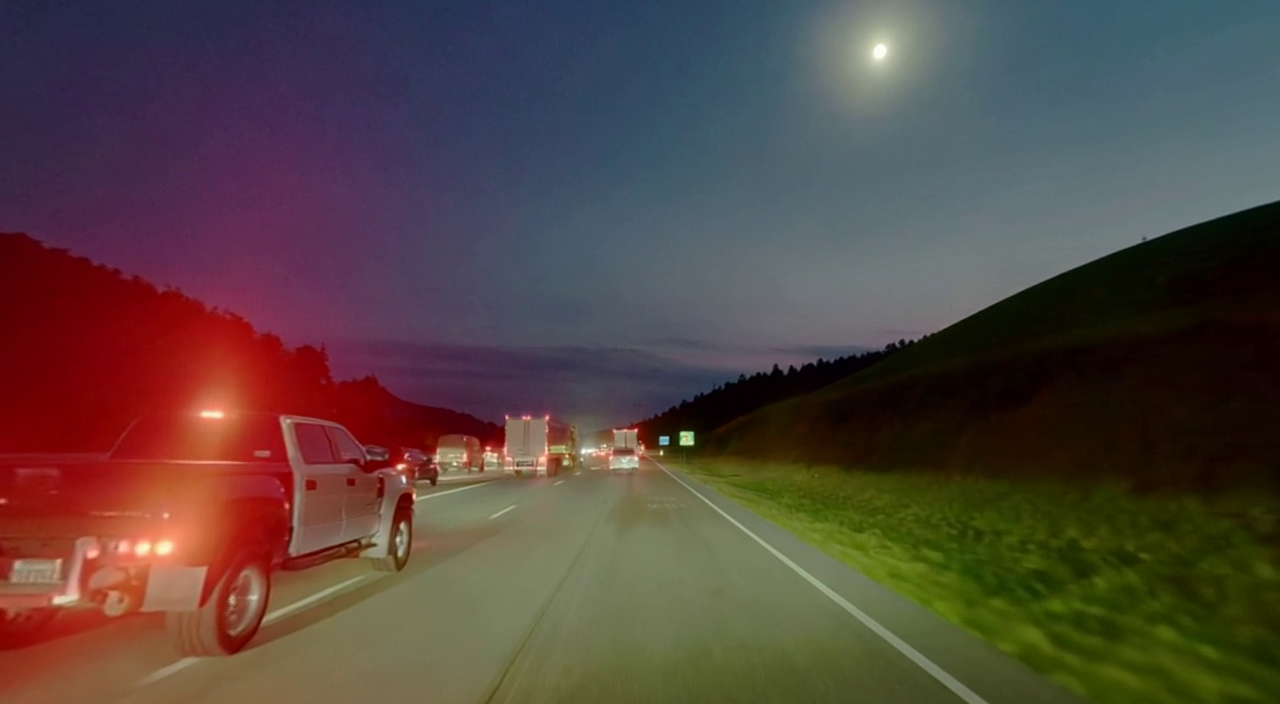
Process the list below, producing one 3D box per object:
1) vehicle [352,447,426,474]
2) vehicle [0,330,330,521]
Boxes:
[{"bbox_3d":[-14.693,6.373,37.230,1.925,1.493,4.864,-1,-9,6],"label":"vehicle"},{"bbox_3d":[-13.195,2.197,17.162,2.745,3.617,11.590,-1,-9,5],"label":"vehicle"}]
